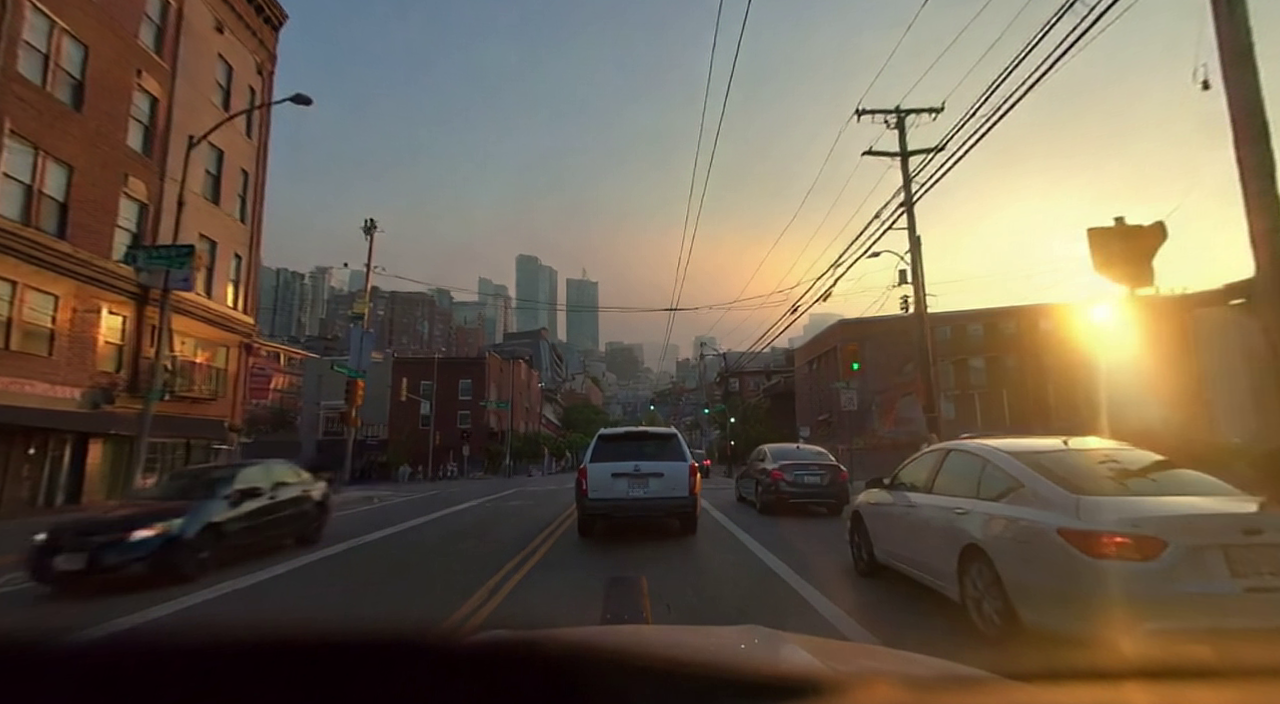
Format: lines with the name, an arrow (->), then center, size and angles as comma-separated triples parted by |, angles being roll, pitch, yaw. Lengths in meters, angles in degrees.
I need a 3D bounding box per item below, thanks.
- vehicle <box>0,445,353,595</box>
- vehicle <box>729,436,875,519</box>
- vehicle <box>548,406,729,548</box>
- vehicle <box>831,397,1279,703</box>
vehicle -> -6.034, 2.085, 8.788 | 2.014, 1.538, 4.275 | 0, -8, 1
vehicle -> 3.178, 2.545, 13.356 | 1.970, 1.452, 4.227 | 0, -8, 0
vehicle -> -0.064, 1.845, 9.895 | 2.232, 1.736, 4.036 | 0, -8, -1
vehicle -> 3.203, 1.317, 5.270 | 1.906, 1.578, 4.020 | 0, -8, -1
